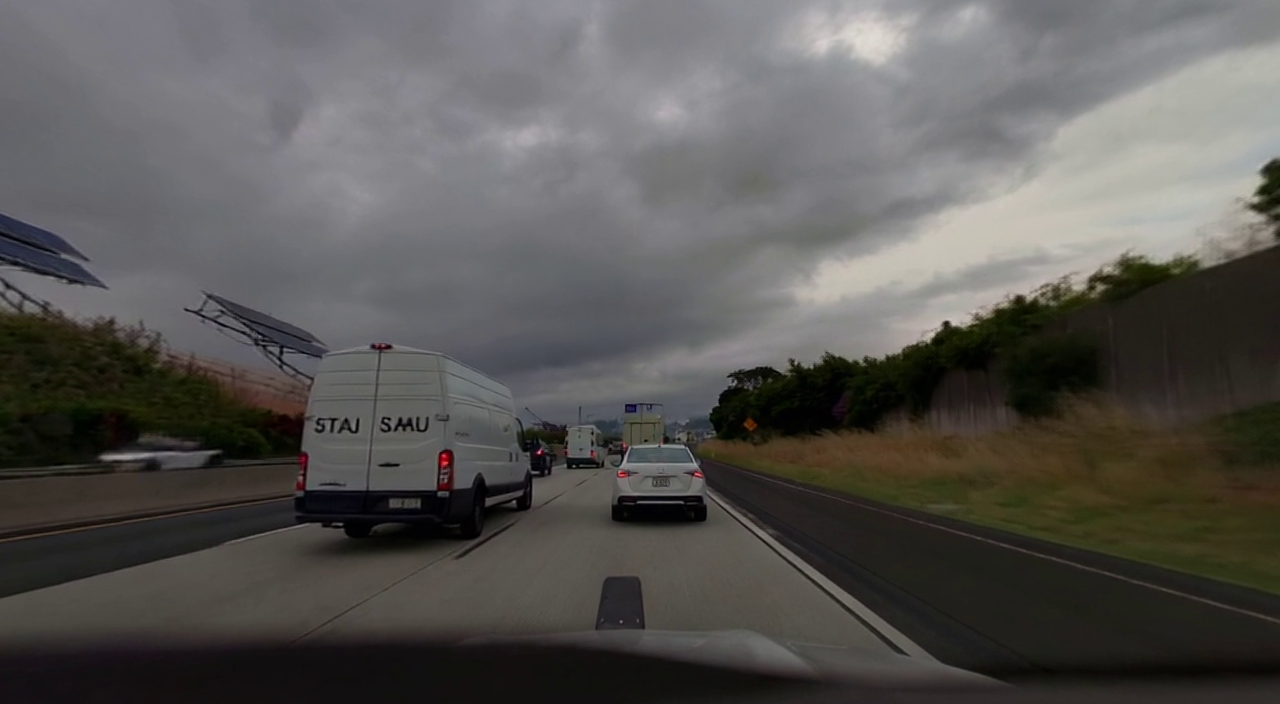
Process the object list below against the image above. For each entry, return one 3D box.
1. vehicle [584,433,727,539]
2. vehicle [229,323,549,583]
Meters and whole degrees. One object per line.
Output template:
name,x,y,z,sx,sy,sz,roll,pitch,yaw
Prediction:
vehicle,0.213,2.219,10.959,2.063,1.507,3.488,0,-9,0
vehicle,-3.119,1.549,10.099,2.289,2.757,6.726,0,-9,0
